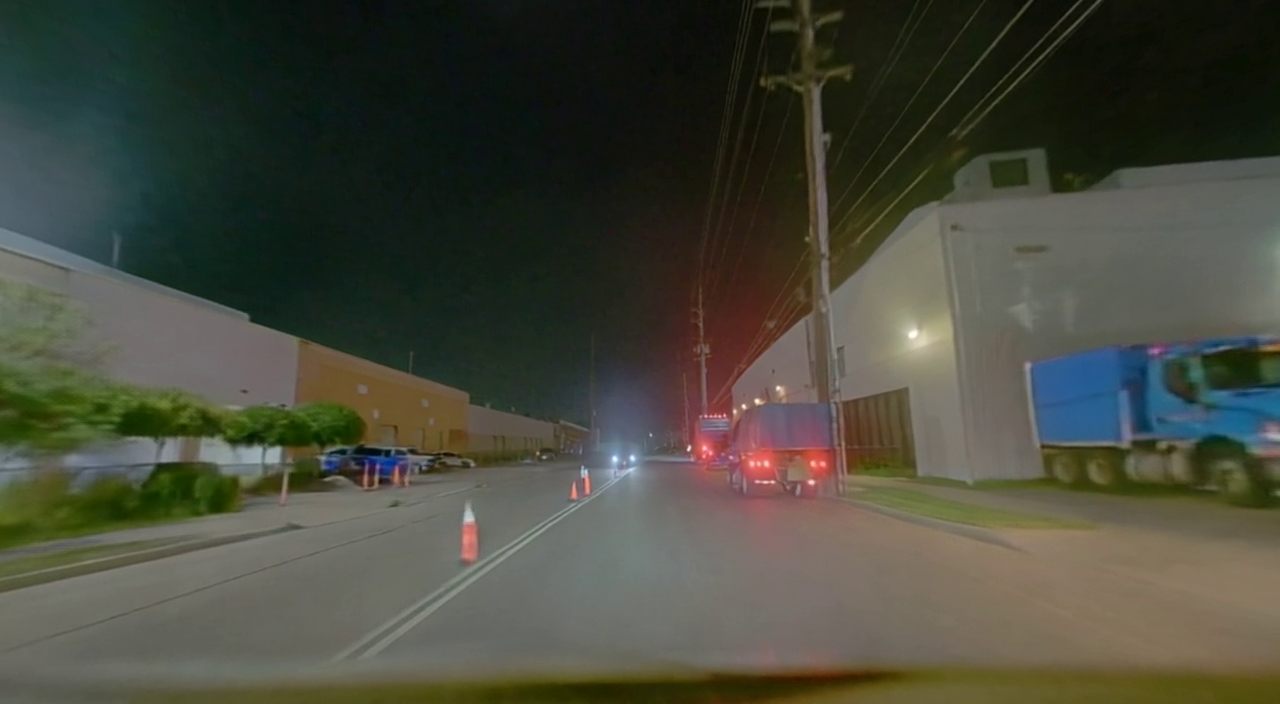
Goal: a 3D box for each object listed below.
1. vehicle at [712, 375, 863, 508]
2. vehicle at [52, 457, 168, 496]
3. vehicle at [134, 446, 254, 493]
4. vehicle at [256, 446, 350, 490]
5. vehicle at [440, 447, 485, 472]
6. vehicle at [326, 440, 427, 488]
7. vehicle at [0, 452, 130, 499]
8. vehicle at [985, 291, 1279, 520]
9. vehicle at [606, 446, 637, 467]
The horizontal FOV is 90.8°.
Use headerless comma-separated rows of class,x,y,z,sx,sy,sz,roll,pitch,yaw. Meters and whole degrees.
vehicle,4.097,2.783,19.589,2.871,3.301,7.433,0,-8,0
vehicle,-22.859,5.342,27.439,1.833,1.454,3.782,0,-8,-2
vehicle,-20.091,5.264,28.806,2.026,1.885,4.932,0,-8,-3
vehicle,-14.947,5.125,28.335,1.971,1.789,4.360,0,-8,-3
vehicle,-13.121,7.957,46.913,2.078,1.674,4.652,-2,-9,-1
vehicle,-11.974,5.109,29.232,2.287,1.975,5.511,0,-8,0
vehicle,-25.410,5.381,27.947,2.092,1.806,4.601,0,-9,-6
vehicle,10.311,1.228,12.605,2.764,3.329,6.843,0,-8,-1
vehicle,-1.389,8.126,49.268,1.988,1.479,4.485,-1,-8,5
